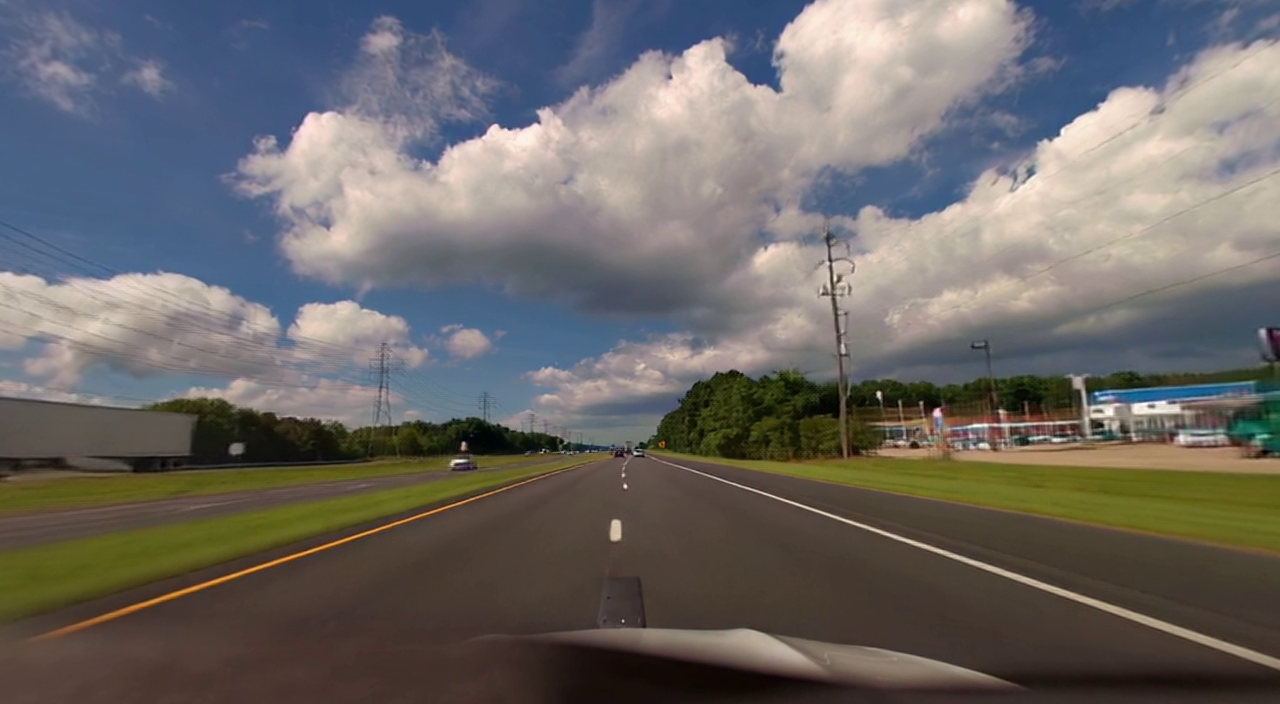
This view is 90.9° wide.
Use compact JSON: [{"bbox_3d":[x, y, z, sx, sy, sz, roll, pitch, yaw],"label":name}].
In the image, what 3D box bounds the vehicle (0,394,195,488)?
[{"bbox_3d":[-29.370,4.560,31.979,2.875,4.046,15.435,-2,-8,-2],"label":"vehicle"}]
